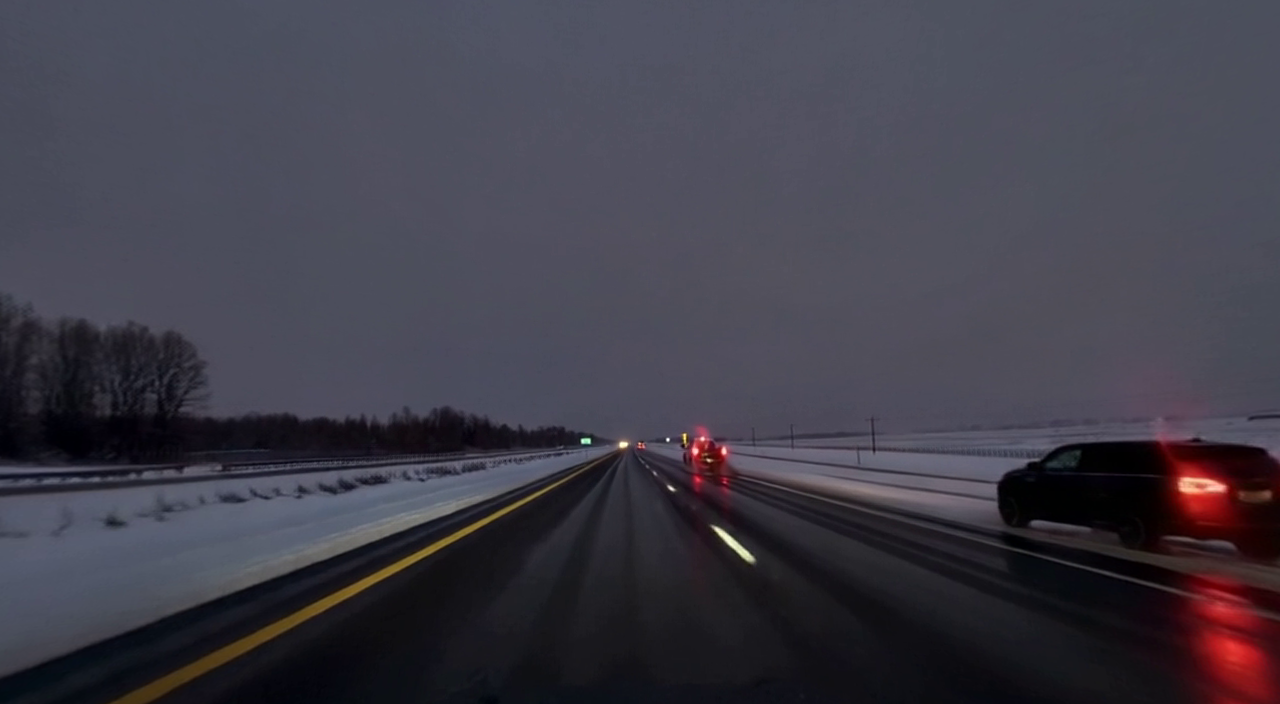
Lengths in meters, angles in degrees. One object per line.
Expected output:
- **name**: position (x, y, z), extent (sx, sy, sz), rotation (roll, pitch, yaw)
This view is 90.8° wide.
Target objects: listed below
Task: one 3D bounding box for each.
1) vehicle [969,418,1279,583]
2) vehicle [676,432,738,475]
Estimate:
- **vehicle**: position (6.763, 1.739, 8.399), extent (2.046, 1.509, 4.929), rotation (0, -8, -1)
- **vehicle**: position (2.951, 4.610, 28.963), extent (2.141, 1.785, 4.778), rotation (0, -8, -2)
